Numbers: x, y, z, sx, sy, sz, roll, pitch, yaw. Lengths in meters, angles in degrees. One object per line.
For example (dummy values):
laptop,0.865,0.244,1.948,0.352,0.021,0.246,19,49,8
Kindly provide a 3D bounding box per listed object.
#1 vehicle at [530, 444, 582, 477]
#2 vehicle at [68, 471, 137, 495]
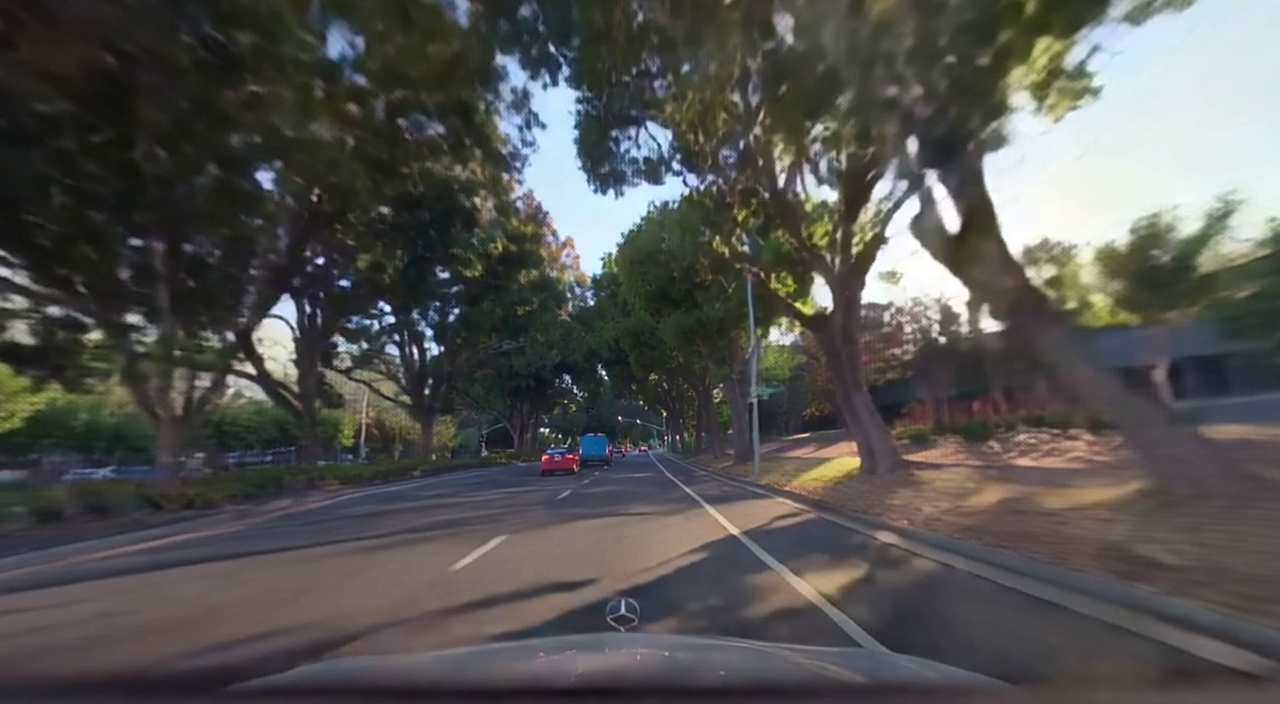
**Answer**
vehicle,-3.970,5.210,30.475,2.009,1.473,4.028,0,-9,-1
vehicle,-37.115,9.027,43.698,1.686,1.432,3.673,1,-9,-5
